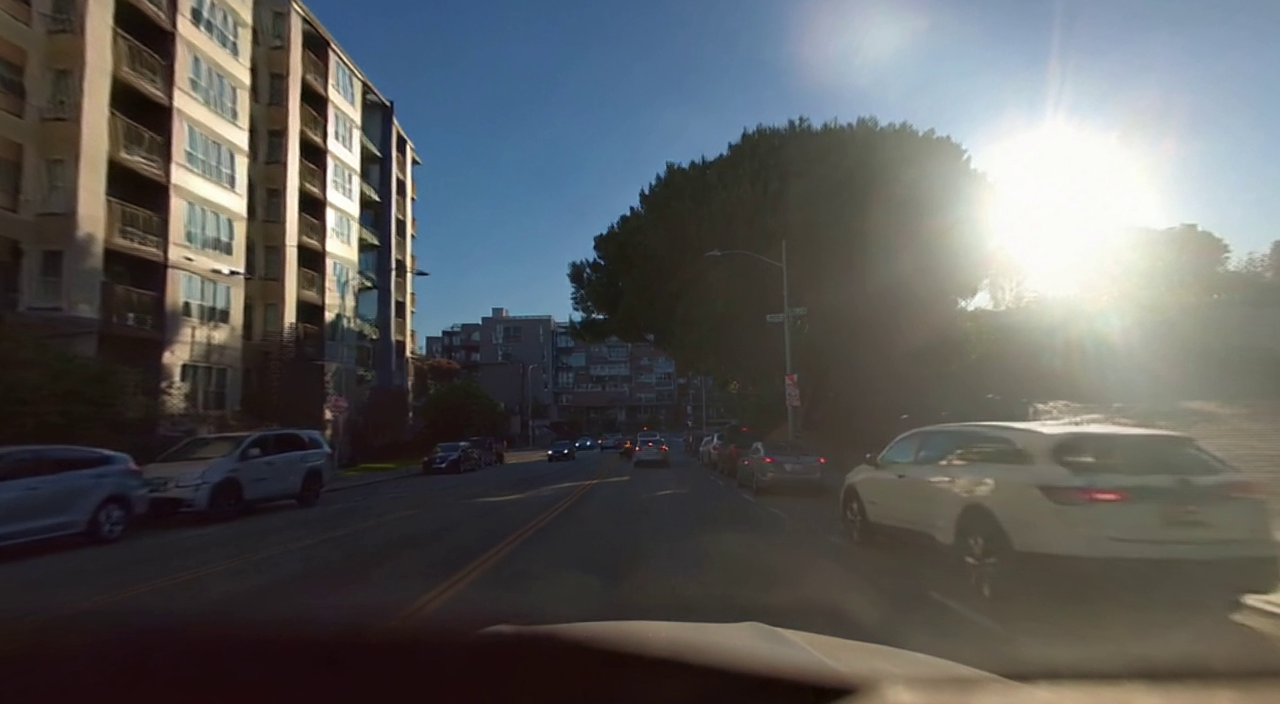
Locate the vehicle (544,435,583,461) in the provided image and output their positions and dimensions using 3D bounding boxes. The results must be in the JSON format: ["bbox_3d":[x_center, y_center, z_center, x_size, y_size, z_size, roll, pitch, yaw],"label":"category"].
[{"bbox_3d":[-5.751,7.325,48.130,2.345,1.831,4.828,0,-8,1],"label":"vehicle"}]

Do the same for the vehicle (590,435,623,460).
[{"bbox_3d":[-2.442,7.083,46.849,2.219,1.746,4.197,0,-8,0],"label":"vehicle"}]

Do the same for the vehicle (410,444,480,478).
[{"bbox_3d":[-9.082,5.079,29.723,2.021,1.474,4.337,0,-8,-1],"label":"vehicle"}]

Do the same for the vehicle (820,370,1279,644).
[{"bbox_3d":[3.784,1.366,6.630,2.260,1.789,4.810,0,-8,-1],"label":"vehicle"}]

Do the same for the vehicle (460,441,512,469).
[{"bbox_3d":[-9.122,6.138,37.662,2.002,1.546,4.339,0,-8,0],"label":"vehicle"}]

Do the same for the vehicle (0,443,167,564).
[{"bbox_3d":[-9.360,2.036,8.608,2.089,1.549,4.597,-1,-8,2],"label":"vehicle"}]

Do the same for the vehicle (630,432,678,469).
[{"bbox_3d":[0.670,4.978,32.021,2.261,1.740,4.065,0,-8,1],"label":"vehicle"}]

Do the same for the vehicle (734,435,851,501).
[{"bbox_3d":[3.731,2.921,16.313,2.033,1.470,4.502,0,-8,2],"label":"vehicle"}]

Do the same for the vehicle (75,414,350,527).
[{"bbox_3d":[-9.196,2.602,14.457,2.457,2.048,5.461,0,-8,0],"label":"vehicle"}]
